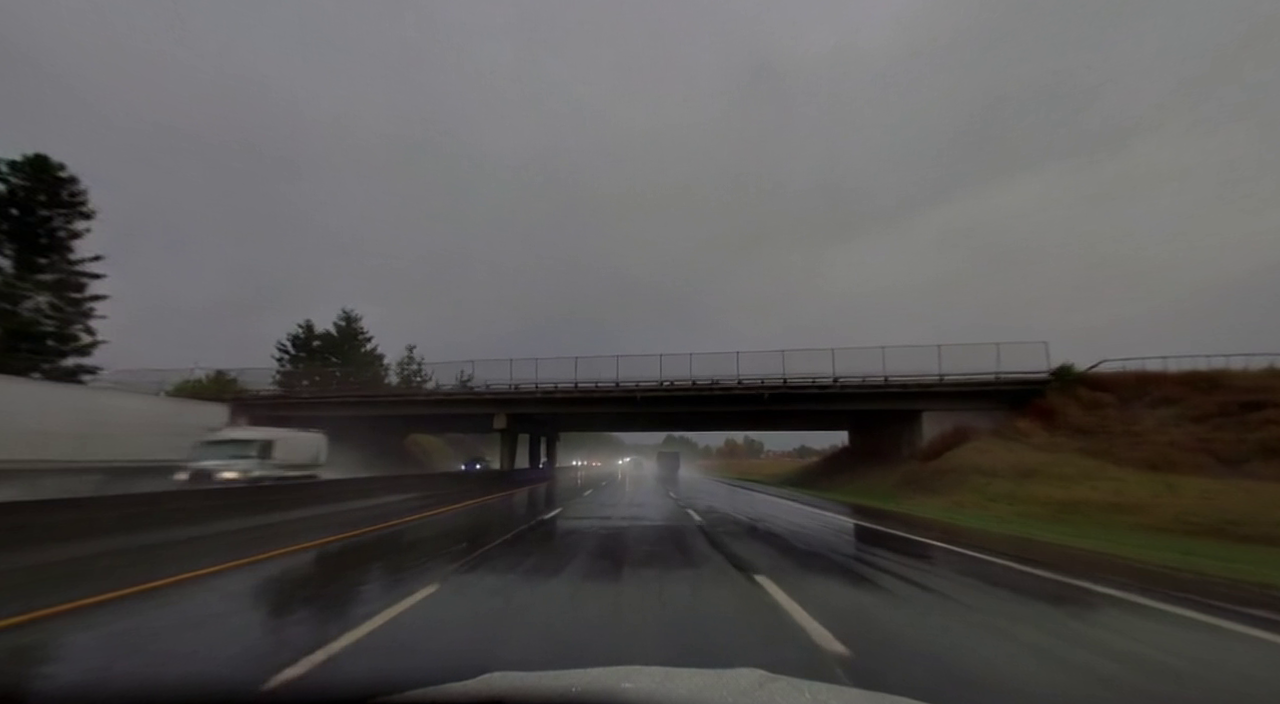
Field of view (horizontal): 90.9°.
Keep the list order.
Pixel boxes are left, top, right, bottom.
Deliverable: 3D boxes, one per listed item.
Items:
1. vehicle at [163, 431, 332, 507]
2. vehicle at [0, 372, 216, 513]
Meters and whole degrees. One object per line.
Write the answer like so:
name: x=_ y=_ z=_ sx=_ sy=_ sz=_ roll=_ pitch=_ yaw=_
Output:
vehicle: x=-15.059 y=4.602 z=24.940 sx=2.237 sy=2.564 sz=6.691 roll=1 pitch=-10 yaw=1
vehicle: x=-20.066 y=2.939 z=20.108 sx=2.947 sy=4.043 sz=14.376 roll=1 pitch=-10 yaw=0
